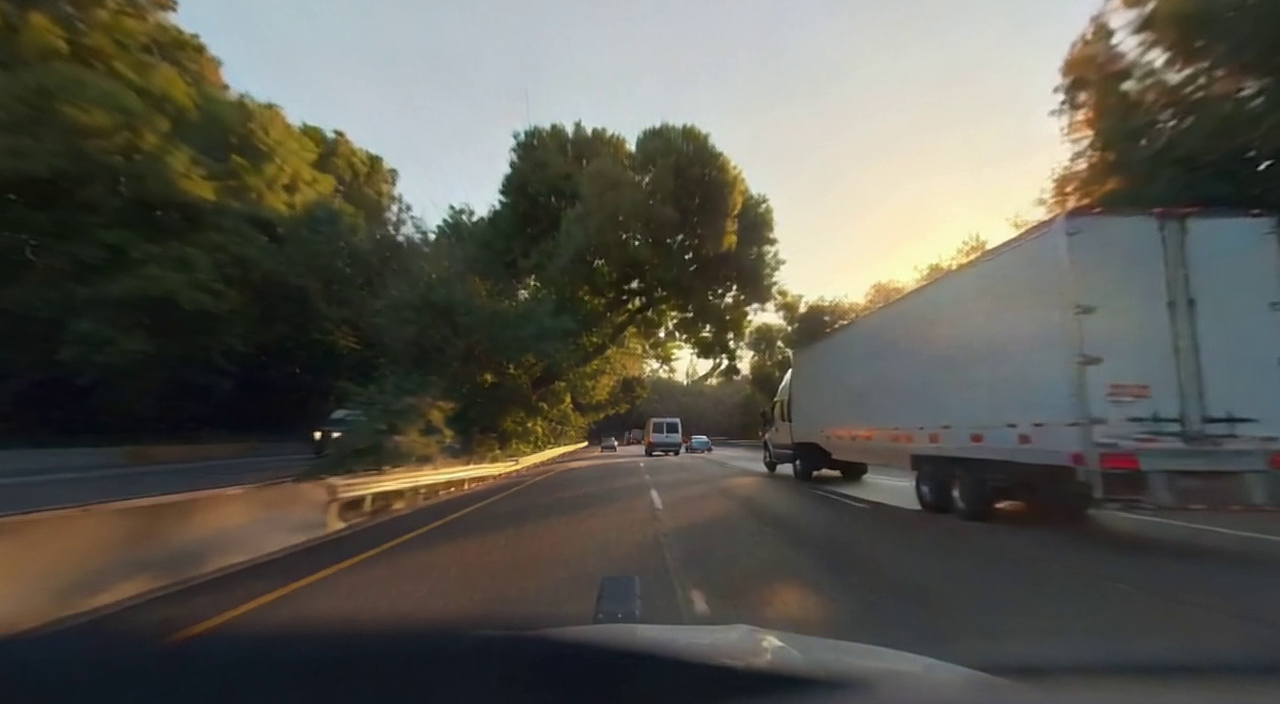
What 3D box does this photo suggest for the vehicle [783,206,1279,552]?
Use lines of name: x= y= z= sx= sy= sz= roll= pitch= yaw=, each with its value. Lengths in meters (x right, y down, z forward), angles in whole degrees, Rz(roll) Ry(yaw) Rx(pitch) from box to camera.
vehicle: x=6.412 y=1.162 z=14.318 sx=2.904 sy=4.054 sz=14.017 roll=0 pitch=-8 yaw=-1

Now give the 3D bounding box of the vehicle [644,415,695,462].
vehicle: x=1.600 y=4.991 z=36.600 sx=2.436 sy=2.521 sz=5.409 roll=0 pitch=-8 yaw=-3

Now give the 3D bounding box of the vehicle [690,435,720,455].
vehicle: x=4.954 y=7.194 z=48.718 sx=1.821 sy=1.468 sz=3.805 roll=0 pitch=-8 yaw=-2
